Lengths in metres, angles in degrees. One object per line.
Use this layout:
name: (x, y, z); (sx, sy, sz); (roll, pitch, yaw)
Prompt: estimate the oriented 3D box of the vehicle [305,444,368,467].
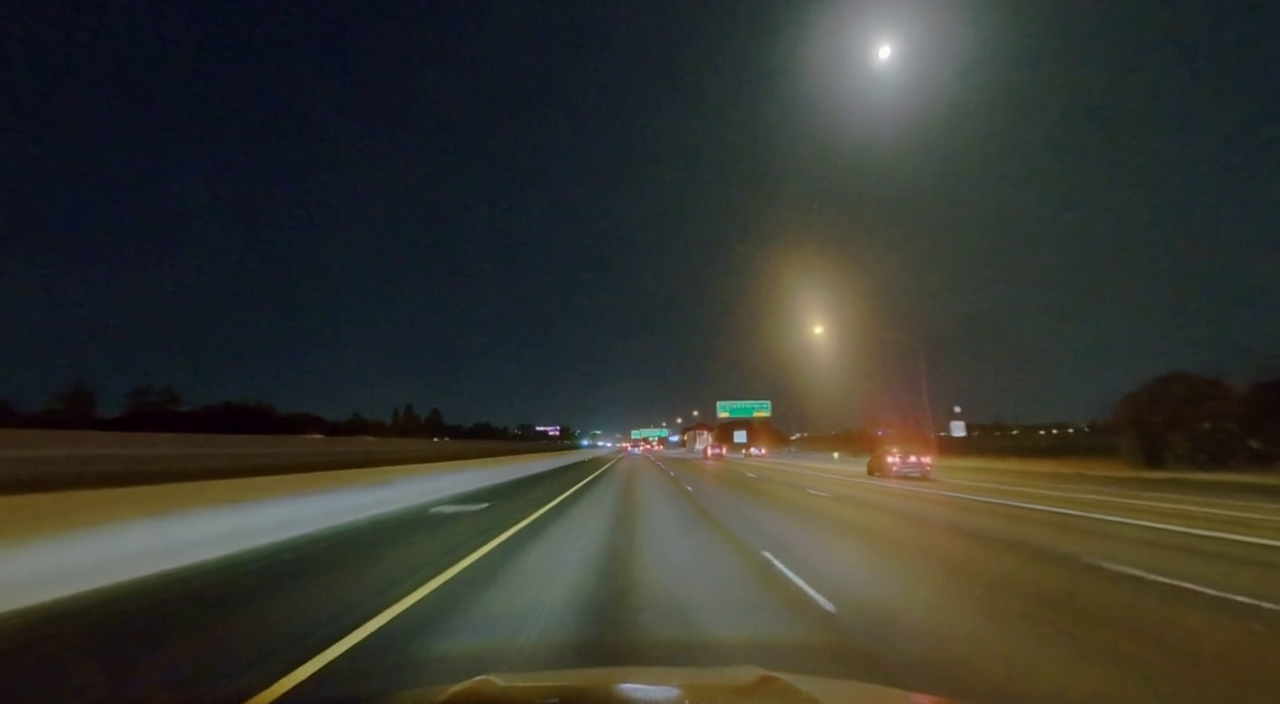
vehicle: (-19.886, 6.795, 41.498); (2.006, 1.426, 4.326); (0, -8, 0)
